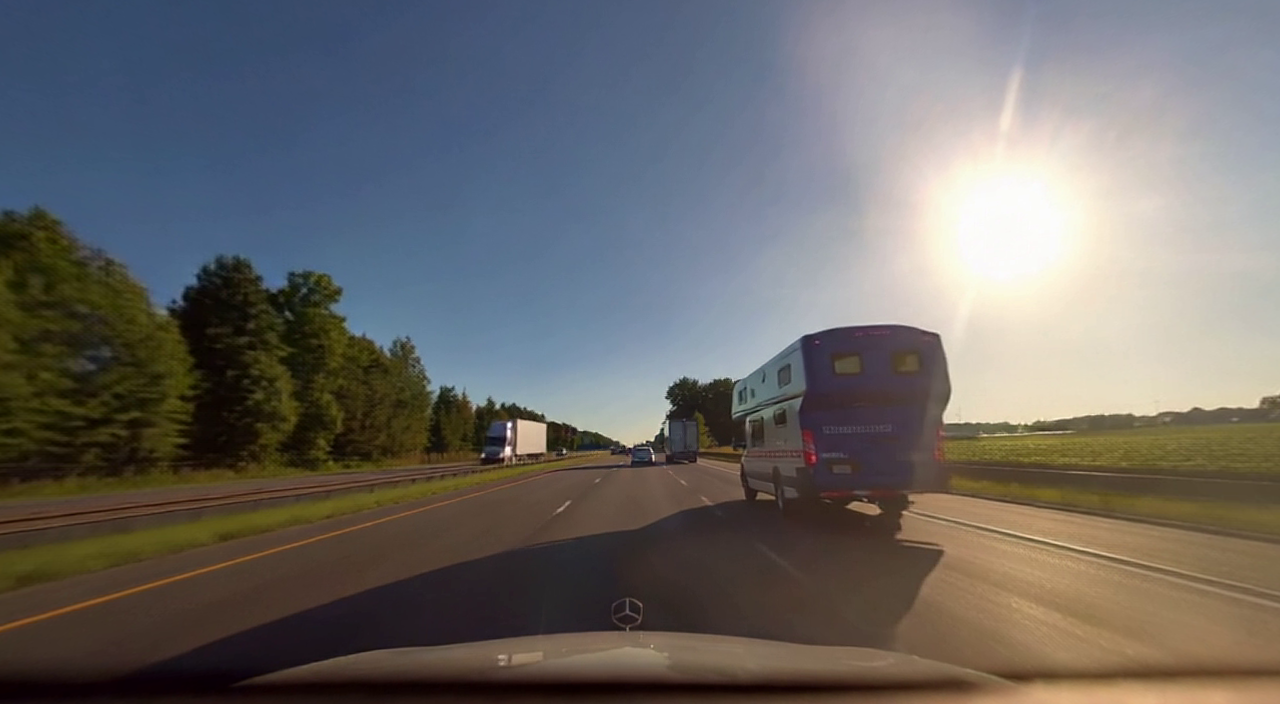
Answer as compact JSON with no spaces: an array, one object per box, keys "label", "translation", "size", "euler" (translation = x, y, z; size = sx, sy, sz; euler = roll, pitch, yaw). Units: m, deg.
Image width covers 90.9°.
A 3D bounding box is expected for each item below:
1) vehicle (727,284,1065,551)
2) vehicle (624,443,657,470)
[{"label":"vehicle","translation":[3.937,1.488,12.713],"size":[2.931,3.530,8.760],"euler":[0,-9,-1]},{"label":"vehicle","translation":[0.016,7.037,42.573],"size":[2.151,1.678,3.923],"euler":[0,-9,-1]}]
